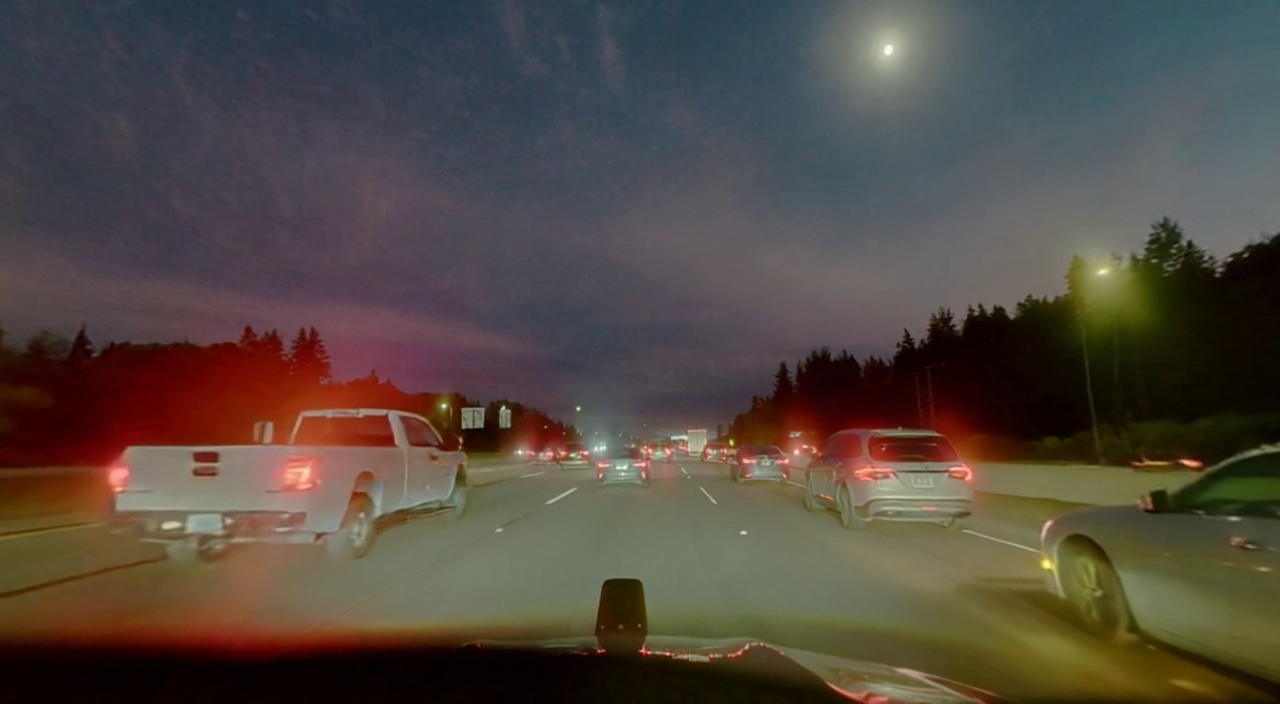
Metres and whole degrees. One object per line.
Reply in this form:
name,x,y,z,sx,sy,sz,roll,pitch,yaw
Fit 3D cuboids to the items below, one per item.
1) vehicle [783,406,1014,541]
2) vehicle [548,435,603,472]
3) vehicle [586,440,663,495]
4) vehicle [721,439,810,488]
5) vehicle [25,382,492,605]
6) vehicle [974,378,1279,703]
vehicle,3.947,1.943,10.707,1.999,1.777,4.578,0,-8,1
vehicle,-3.373,5.497,34.385,2.110,1.811,5.585,-1,-8,3
vehicle,-0.345,3.393,18.924,2.070,1.456,4.029,0,-8,2
vehicle,4.121,3.734,21.569,1.907,1.474,4.840,0,-8,-2
vehicle,-3.988,1.651,8.468,2.395,1.892,5.995,0,-8,1
vehicle,3.669,0.909,2.708,1.984,1.567,4.475,0,-8,0
